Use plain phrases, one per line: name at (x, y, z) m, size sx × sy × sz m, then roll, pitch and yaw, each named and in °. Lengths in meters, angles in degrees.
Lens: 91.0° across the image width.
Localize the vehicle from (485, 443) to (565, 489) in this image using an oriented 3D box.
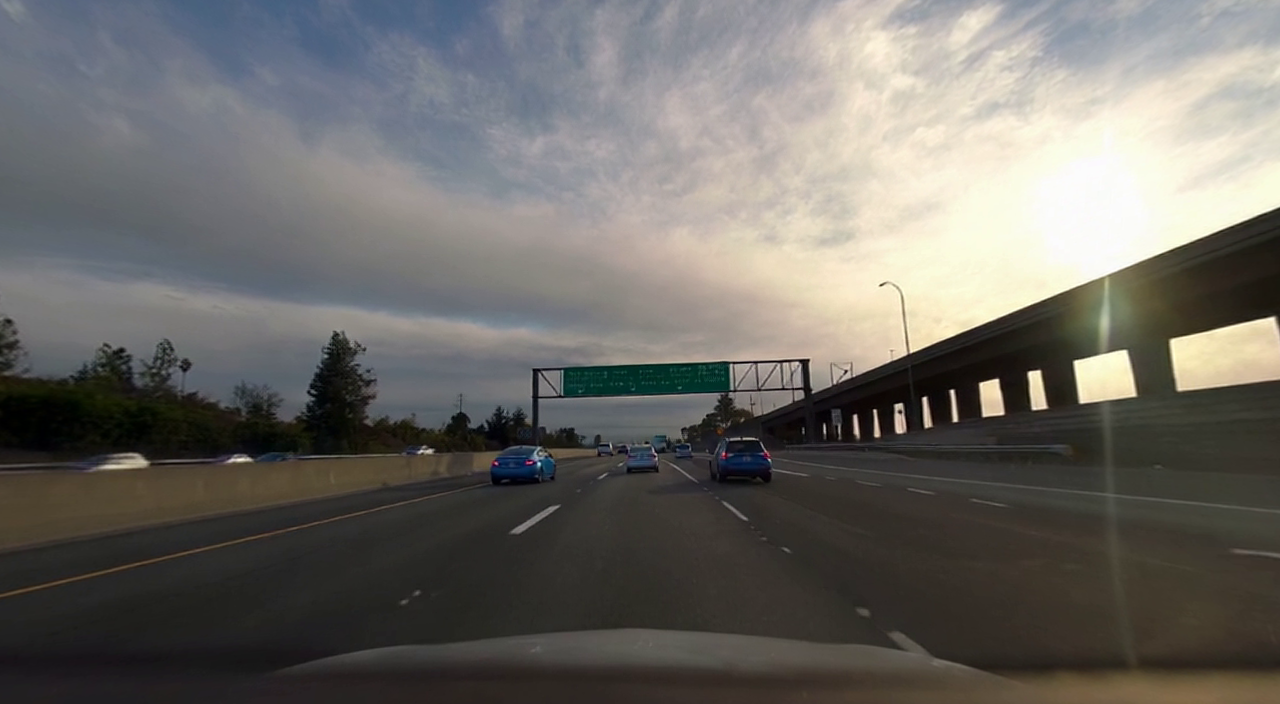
vehicle at (-4.000, 4.036, 22.656) m, size 2.031 × 1.491 × 4.145 m, roll 0°, pitch -8°, yaw 1°

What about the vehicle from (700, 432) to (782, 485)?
vehicle at (3.533, 3.832, 22.958) m, size 2.202 × 1.748 × 4.158 m, roll 0°, pitch -8°, yaw -1°

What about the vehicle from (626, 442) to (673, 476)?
vehicle at (0.425, 5.072, 30.029) m, size 2.089 × 1.493 × 3.964 m, roll 0°, pitch -8°, yaw 0°
